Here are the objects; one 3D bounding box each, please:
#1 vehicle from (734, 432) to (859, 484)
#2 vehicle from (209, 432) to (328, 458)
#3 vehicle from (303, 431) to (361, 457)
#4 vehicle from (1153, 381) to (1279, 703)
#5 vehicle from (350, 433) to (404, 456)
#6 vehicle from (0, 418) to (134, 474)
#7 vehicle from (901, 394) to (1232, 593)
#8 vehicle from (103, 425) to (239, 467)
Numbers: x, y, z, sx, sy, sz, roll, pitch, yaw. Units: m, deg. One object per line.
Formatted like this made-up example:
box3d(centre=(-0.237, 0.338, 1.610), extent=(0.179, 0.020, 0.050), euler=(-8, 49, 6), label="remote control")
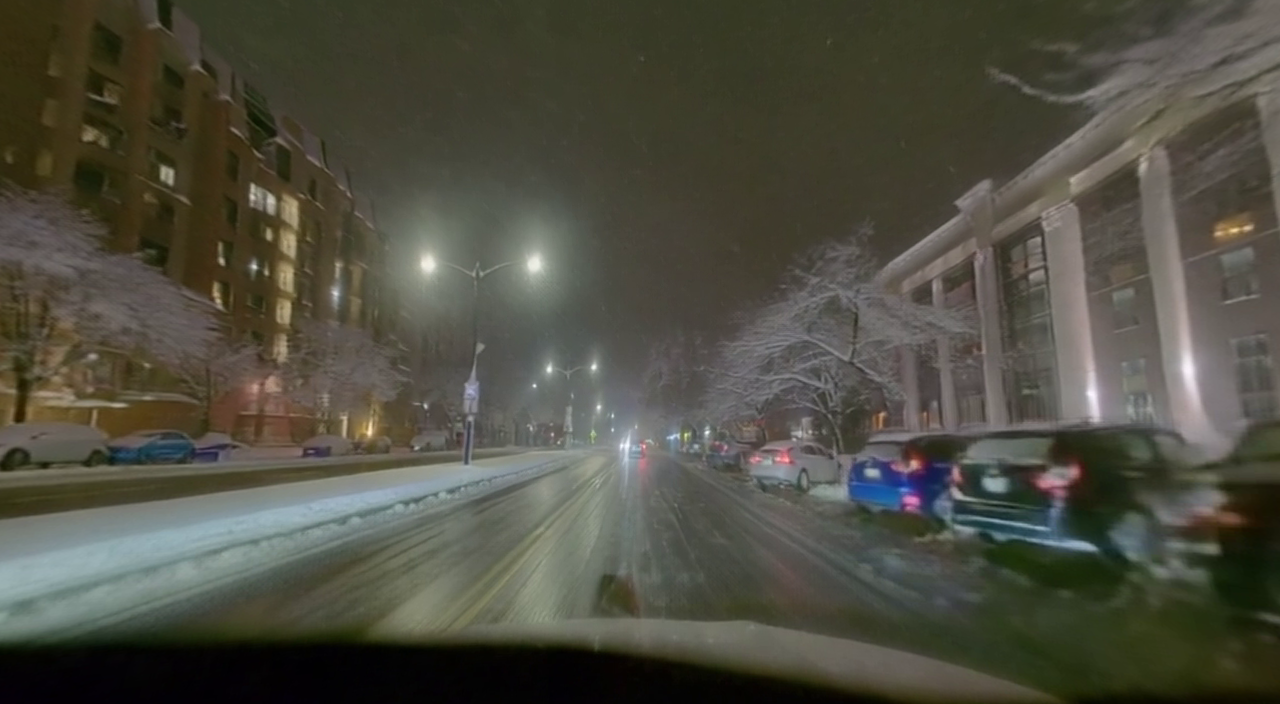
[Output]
box3d(centre=(5.055, 3.359, 20.238), extent=(3.765, 1.497, 1.831), euler=(5, -10, -35), label="vehicle")
box3d(centre=(-19.106, 4.856, 32.854), extent=(2.389, 1.206, 6.247), euler=(-1, -8, 1), label="vehicle")
box3d(centre=(-19.081, 5.721, 39.144), extent=(1.792, 1.554, 3.682), euler=(0, -8, -1), label="vehicle")
box3d(centre=(4.752, 0.967, 3.508), extent=(3.531, 1.529, 1.903), euler=(5, -10, -35), label="vehicle")
box3d(centre=(-18.778, 6.630, 45.136), extent=(1.909, 1.518, 4.459), euler=(-1, -8, 1), label="vehicle")
box3d(centre=(-18.369, 2.891, 19.332), extent=(1.811, 1.502, 4.639), euler=(-1, -8, -1), label="vehicle")
box3d(centre=(4.909, 1.433, 7.144), extent=(3.689, 1.643, 1.844), euler=(6, -10, -36), label="vehicle")
box3d(centre=(-18.662, 3.794, 25.396), extent=(1.869, 1.494, 4.833), euler=(0, -8, -1), label="vehicle")
